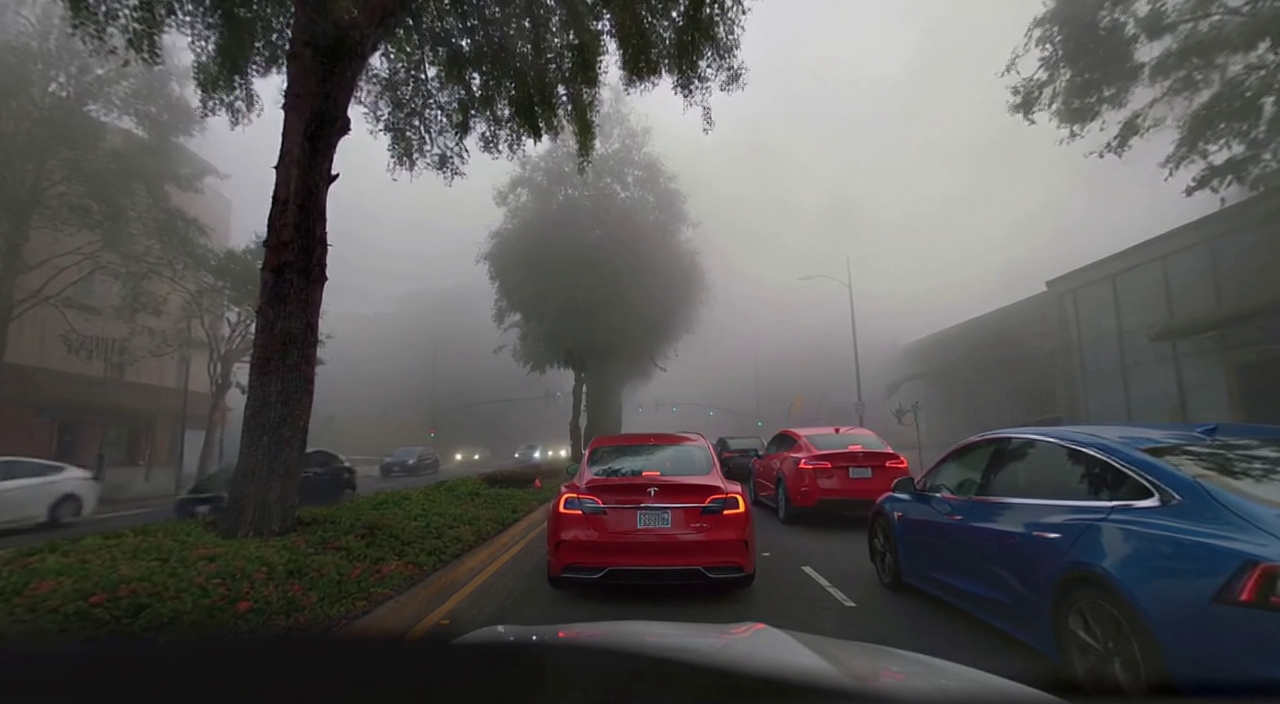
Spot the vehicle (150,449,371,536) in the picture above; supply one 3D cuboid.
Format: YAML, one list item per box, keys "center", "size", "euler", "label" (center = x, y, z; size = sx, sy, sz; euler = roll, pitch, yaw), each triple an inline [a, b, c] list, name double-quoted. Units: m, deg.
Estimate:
- center: [-7.679, 2.840, 13.378]
  size: [1.979, 1.490, 4.225]
  euler: [0, -8, 1]
  label: "vehicle"

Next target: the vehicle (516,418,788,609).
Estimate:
- center: [0.103, 1.568, 7.006]
  size: [2.137, 1.488, 3.938]
  euler: [0, -8, 0]
  label: "vehicle"

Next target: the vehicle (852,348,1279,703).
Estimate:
- center: [3.197, 1.111, 4.146]
  size: [2.038, 1.651, 4.455]
  euler: [0, -8, 0]
  label: "vehicle"

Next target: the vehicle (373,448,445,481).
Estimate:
- center: [-11.411, 5.543, 31.429]
  size: [1.917, 1.506, 4.280]
  euler: [0, -8, 1]
  label: "vehicle"

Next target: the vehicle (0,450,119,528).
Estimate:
- center: [-14.995, 3.120, 14.508]
  size: [1.995, 1.652, 4.586]
  euler: [0, -8, 1]
  label: "vehicle"
